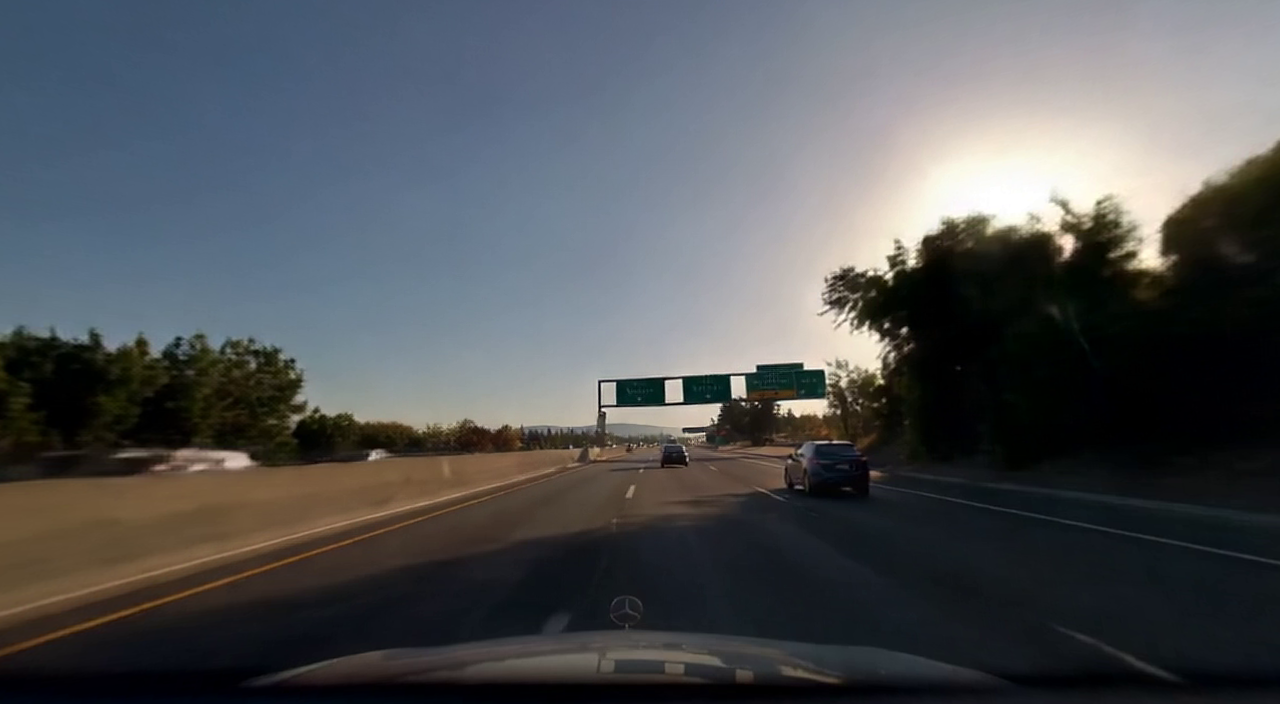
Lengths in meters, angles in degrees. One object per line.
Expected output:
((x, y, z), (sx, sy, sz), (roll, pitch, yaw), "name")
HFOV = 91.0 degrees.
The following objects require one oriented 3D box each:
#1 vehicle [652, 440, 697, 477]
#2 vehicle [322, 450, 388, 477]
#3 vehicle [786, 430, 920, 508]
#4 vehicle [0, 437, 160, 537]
((1.369, 4.322, 25.774), (1.683, 1.400, 3.868), (0, -8, 2), "vehicle")
((-17.855, 6.990, 39.667), (1.855, 1.543, 4.820), (0, -8, 1), "vehicle")
((4.846, 2.706, 15.035), (1.770, 1.566, 4.282), (0, -8, 1), "vehicle")
((-10.890, 2.260, 10.844), (1.904, 1.548, 4.097), (0, -8, 1), "vehicle")
